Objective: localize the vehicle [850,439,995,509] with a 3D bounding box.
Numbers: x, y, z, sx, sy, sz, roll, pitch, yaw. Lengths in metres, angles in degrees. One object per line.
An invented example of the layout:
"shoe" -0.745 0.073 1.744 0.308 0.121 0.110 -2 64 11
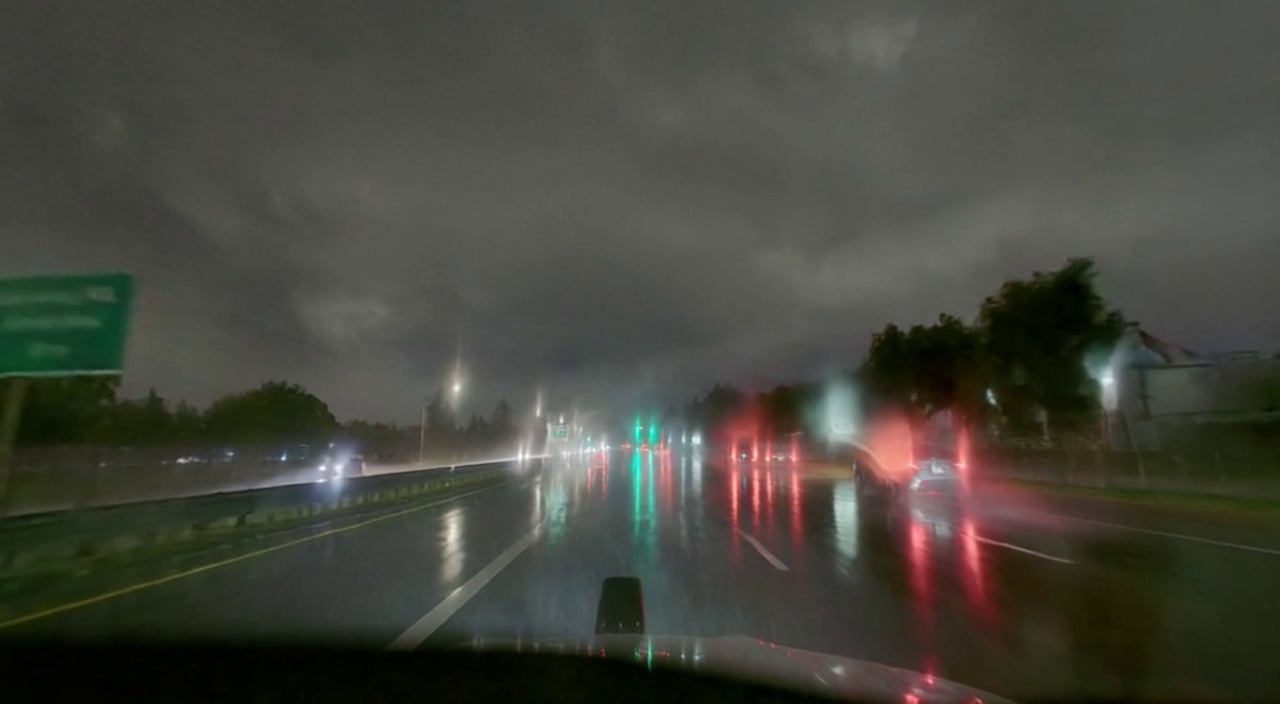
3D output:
"vehicle" 6.834 2.955 15.750 1.838 1.518 3.713 0 -8 -1

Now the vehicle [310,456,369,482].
"vehicle" -19.542 7.628 41.260 1.797 1.528 3.941 0 -8 1

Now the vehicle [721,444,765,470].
"vehicle" 6.569 6.745 40.817 1.987 1.597 4.463 0 -8 -2
